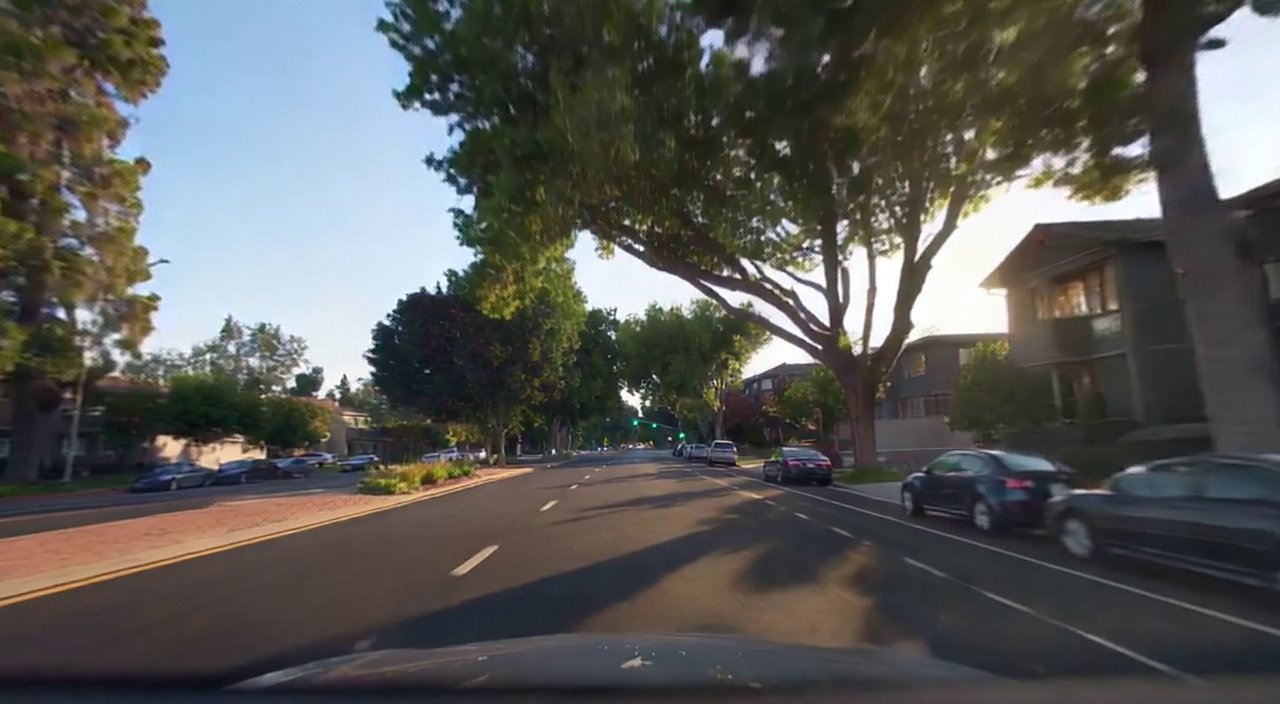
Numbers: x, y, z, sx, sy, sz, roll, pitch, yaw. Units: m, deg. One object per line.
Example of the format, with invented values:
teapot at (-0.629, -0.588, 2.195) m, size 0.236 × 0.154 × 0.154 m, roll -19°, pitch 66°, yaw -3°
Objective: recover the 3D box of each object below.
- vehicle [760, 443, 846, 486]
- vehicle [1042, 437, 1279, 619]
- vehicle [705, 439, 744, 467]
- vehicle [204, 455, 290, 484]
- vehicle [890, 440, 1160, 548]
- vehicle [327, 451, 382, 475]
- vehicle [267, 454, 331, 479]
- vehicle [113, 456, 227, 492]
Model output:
vehicle at (6.143, 4.296, 24.238) m, size 1.945 × 1.481 × 4.421 m, roll 0°, pitch -9°, yaw -3°
vehicle at (6.257, 1.540, 5.744) m, size 1.922 × 1.494 × 4.772 m, roll 0°, pitch -9°, yaw -1°
vehicle at (5.900, 7.102, 44.219) m, size 2.004 × 1.816 × 4.585 m, roll 0°, pitch -9°, yaw -1°
vehicle at (-22.200, 6.620, 35.723) m, size 1.810 × 1.490 × 4.783 m, roll 0°, pitch -9°, yaw 0°
vehicle at (6.367, 2.358, 11.173) m, size 1.872 × 1.493 × 4.470 m, roll 0°, pitch -9°, yaw -1°
vehicle at (-22.038, 8.557, 48.670) m, size 1.911 × 1.473 × 4.610 m, roll -2°, pitch -6°, yaw 3°
vehicle at (-22.237, 7.441, 41.127) m, size 1.785 × 1.461 × 4.377 m, roll 0°, pitch -9°, yaw 0°
vehicle at (-22.202, 5.750, 29.925) m, size 1.902 × 1.478 × 4.755 m, roll 0°, pitch -9°, yaw -3°
